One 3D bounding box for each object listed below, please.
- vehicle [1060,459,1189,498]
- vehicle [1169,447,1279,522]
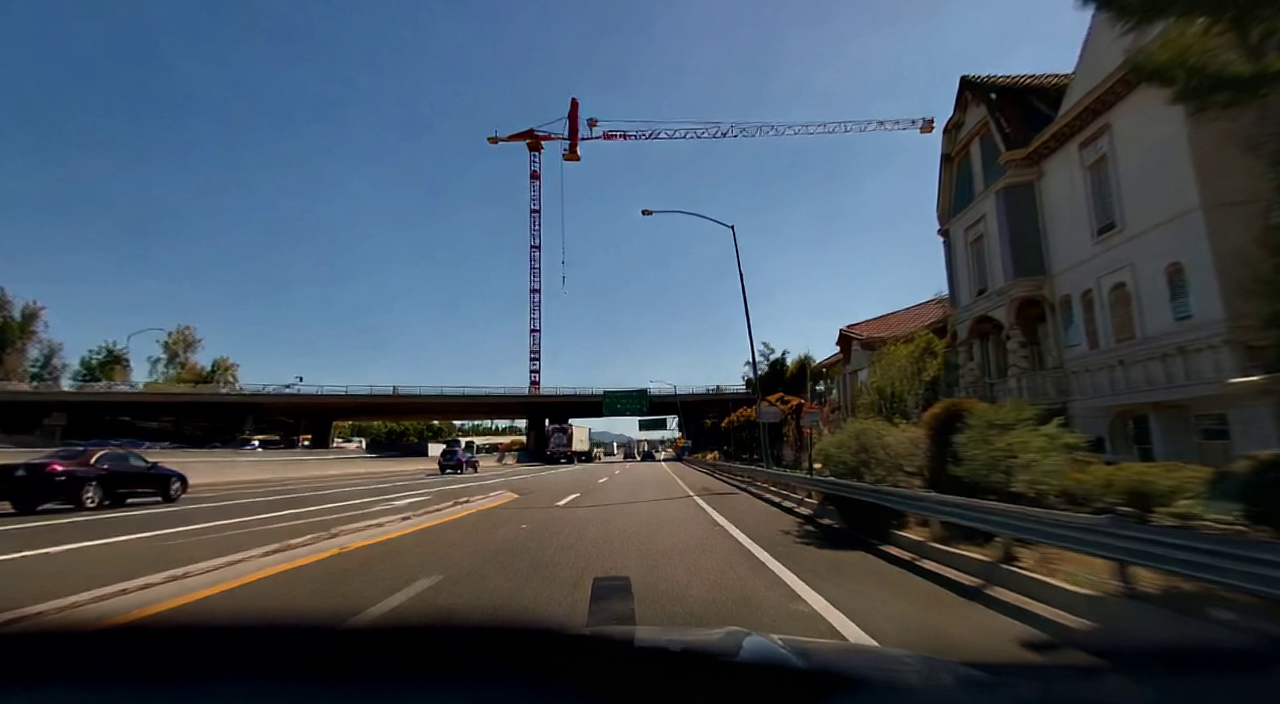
[{"bbox_3d":[22.936,5.998,30.055,4.487,1.718,1.883,0,-9,2],"label":"vehicle"},{"bbox_3d":[22.637,4.416,21.369,6.961,2.343,2.575,0,-9,1],"label":"vehicle"}]
